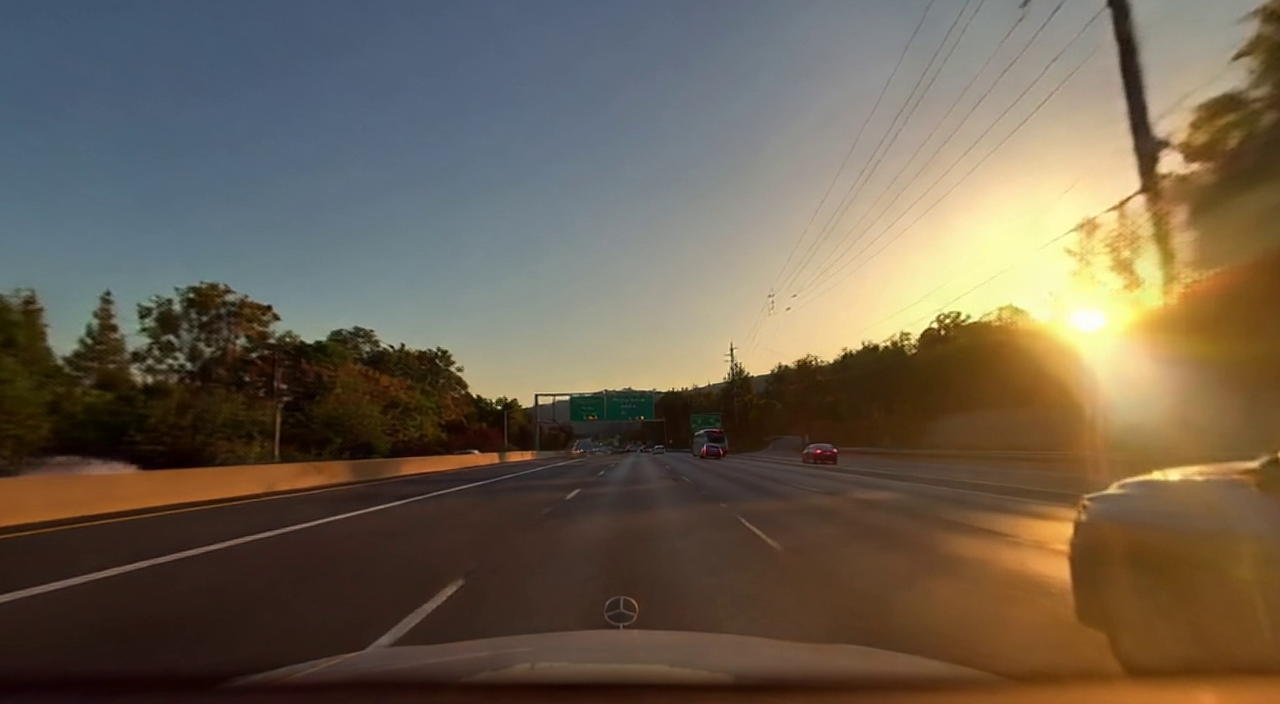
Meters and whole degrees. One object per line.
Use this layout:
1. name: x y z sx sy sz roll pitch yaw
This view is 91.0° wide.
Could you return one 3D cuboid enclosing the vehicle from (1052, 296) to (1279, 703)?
1. vehicle: 3.564 0.534 1.190 2.207 1.850 4.875 0 -9 0
